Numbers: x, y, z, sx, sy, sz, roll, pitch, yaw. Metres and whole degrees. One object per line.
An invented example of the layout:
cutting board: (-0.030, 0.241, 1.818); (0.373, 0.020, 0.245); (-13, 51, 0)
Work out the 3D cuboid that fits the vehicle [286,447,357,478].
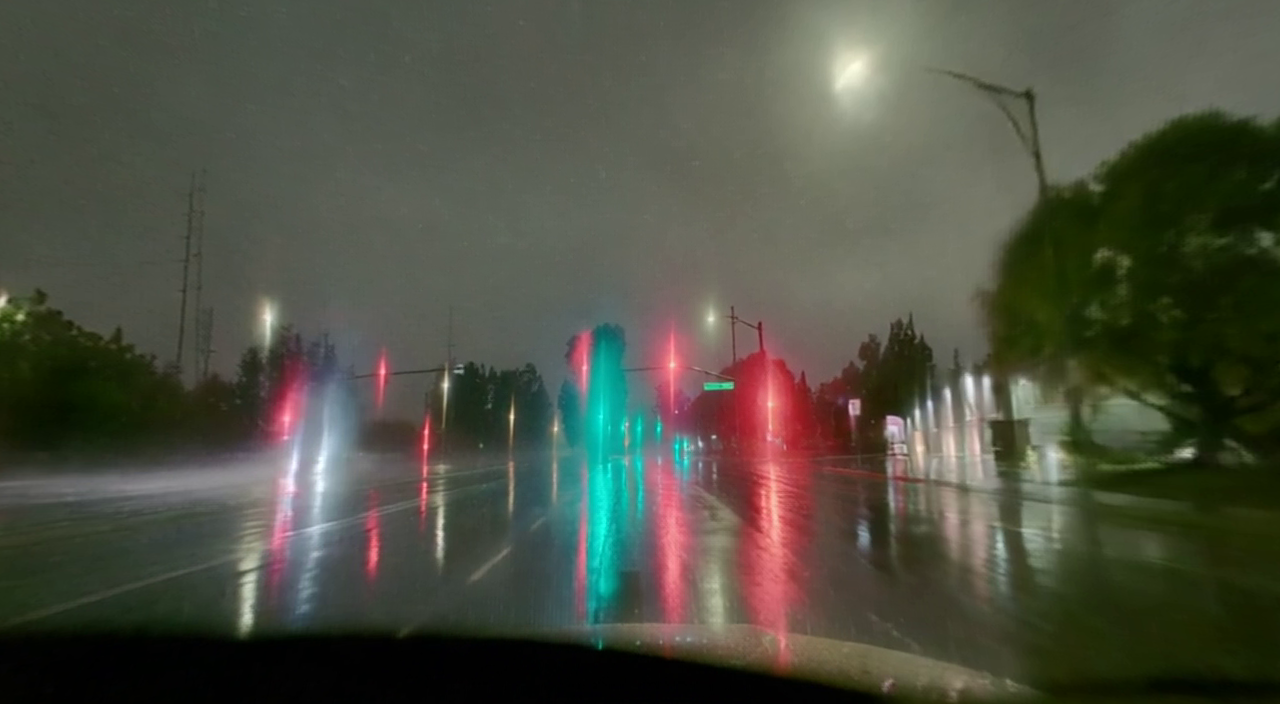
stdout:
vehicle: (-18.888, 6.527, 37.722); (1.976, 1.704, 4.316); (0, -8, 0)
